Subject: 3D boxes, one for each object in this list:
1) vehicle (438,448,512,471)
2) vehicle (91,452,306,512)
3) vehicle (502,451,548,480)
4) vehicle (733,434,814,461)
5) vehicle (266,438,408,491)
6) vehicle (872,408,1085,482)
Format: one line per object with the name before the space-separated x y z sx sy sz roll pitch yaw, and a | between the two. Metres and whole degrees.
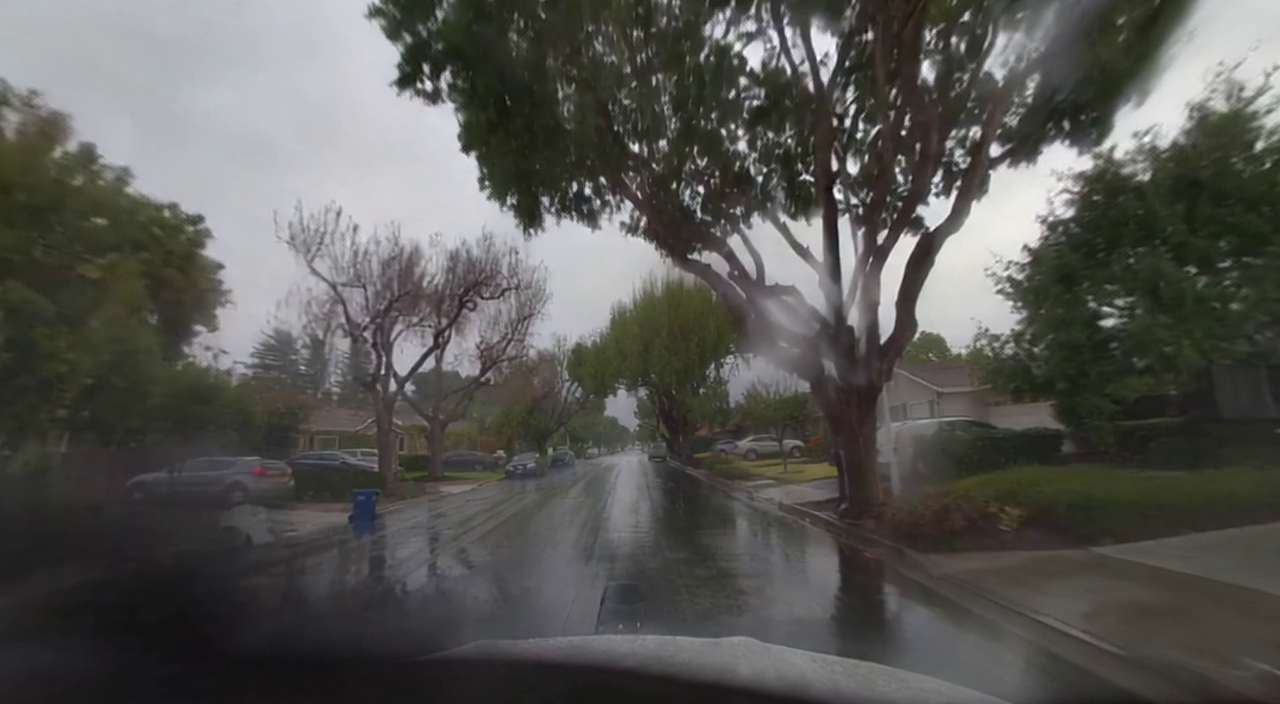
vehicle | -12.218 8.017 47.064 4.972 1.623 1.884 0 -8 -1
vehicle | -12.069 3.555 17.526 4.476 1.476 1.877 0 -8 -2
vehicle | -6.329 6.262 35.113 1.878 1.496 3.535 0 -8 0
vehicle | 8.390 6.021 39.946 4.599 1.652 1.903 0 -8 -3
vehicle | -12.375 4.590 26.045 4.753 2.028 2.079 0 -8 0
vehicle | 8.544 2.373 16.249 4.334 1.750 1.900 0 -8 -2
